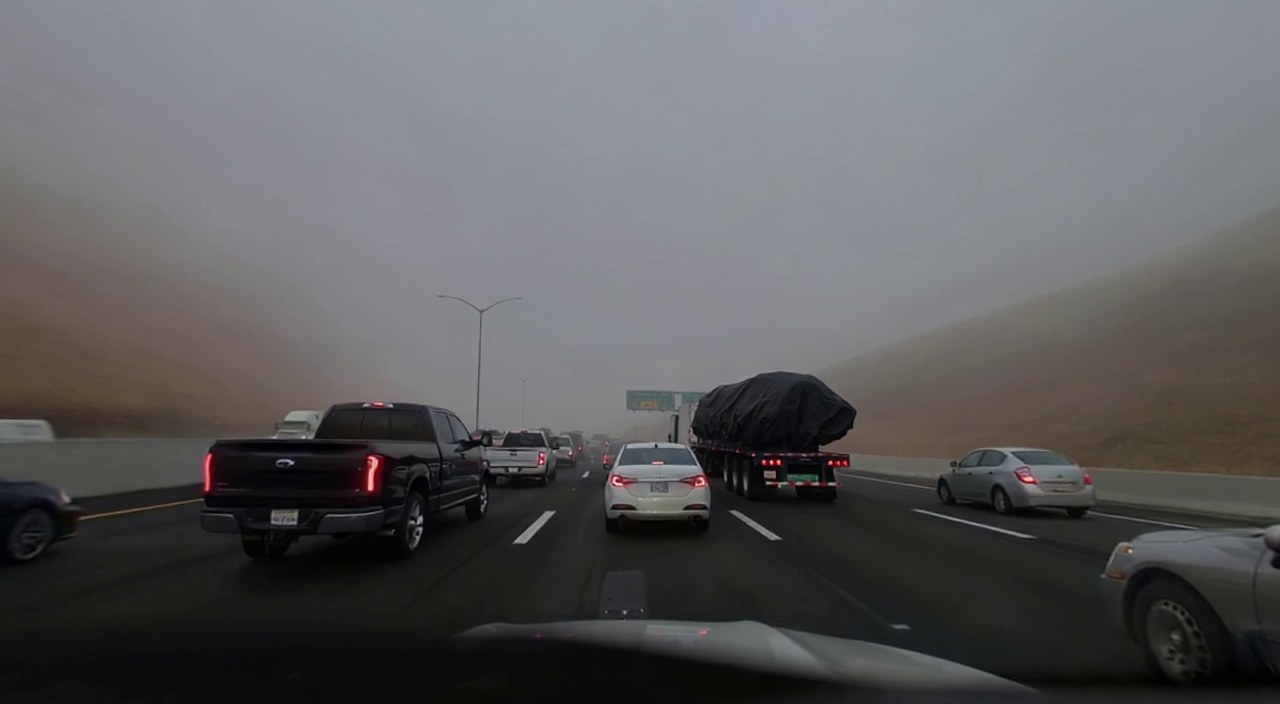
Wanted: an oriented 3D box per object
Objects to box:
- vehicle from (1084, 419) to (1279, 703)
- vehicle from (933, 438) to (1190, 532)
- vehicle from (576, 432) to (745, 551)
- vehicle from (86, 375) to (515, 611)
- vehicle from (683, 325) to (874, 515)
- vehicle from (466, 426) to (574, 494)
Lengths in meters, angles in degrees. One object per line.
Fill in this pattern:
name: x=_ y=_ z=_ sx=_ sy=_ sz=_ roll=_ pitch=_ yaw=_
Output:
vehicle: x=3.548 y=0.794 z=1.082 sx=2.169 sy=1.447 sz=4.817 roll=0 pitch=-8 yaw=2
vehicle: x=7.783 y=2.447 z=12.298 sx=2.092 sy=1.495 sz=4.194 roll=0 pitch=-8 yaw=0
vehicle: x=0.228 y=2.042 z=9.947 sx=2.105 sy=1.471 sz=3.978 roll=0 pitch=-8 yaw=-1
vehicle: x=-3.281 y=1.523 z=7.861 sx=2.318 sy=1.902 sz=5.374 roll=0 pitch=-8 yaw=0
vehicle: x=3.349 y=2.222 z=19.123 sx=2.759 sy=4.098 sz=10.906 roll=0 pitch=-8 yaw=-3
vehicle: x=-3.507 y=3.278 z=19.547 sx=2.348 sy=1.821 sz=5.061 roll=0 pitch=-8 yaw=0
